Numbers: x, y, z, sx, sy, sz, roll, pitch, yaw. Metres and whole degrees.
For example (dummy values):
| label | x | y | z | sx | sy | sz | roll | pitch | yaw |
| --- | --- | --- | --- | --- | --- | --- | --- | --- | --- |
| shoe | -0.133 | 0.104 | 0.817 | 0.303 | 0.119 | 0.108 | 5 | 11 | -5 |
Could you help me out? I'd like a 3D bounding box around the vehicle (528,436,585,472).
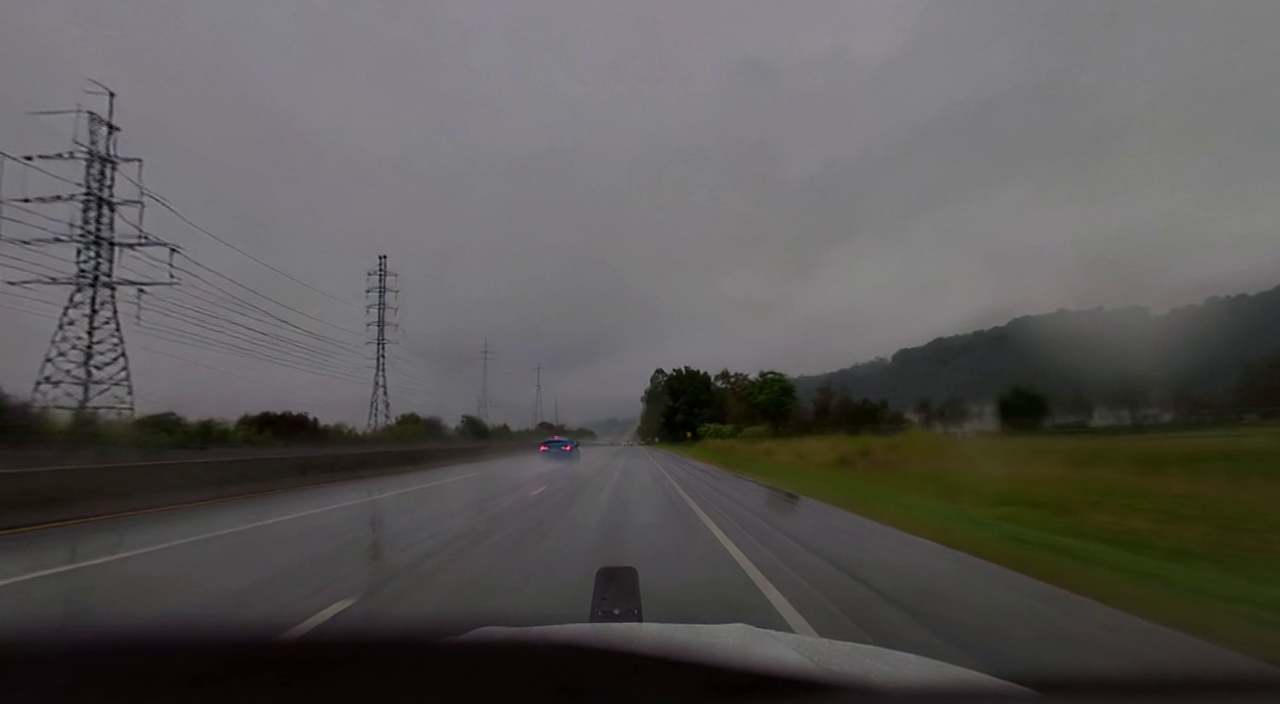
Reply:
| label | x | y | z | sx | sy | sz | roll | pitch | yaw |
| --- | --- | --- | --- | --- | --- | --- | --- | --- | --- |
| vehicle | -3.998 | 4.965 | 30.918 | 2.158 | 1.604 | 4.679 | 0 | -8 | 0 |
